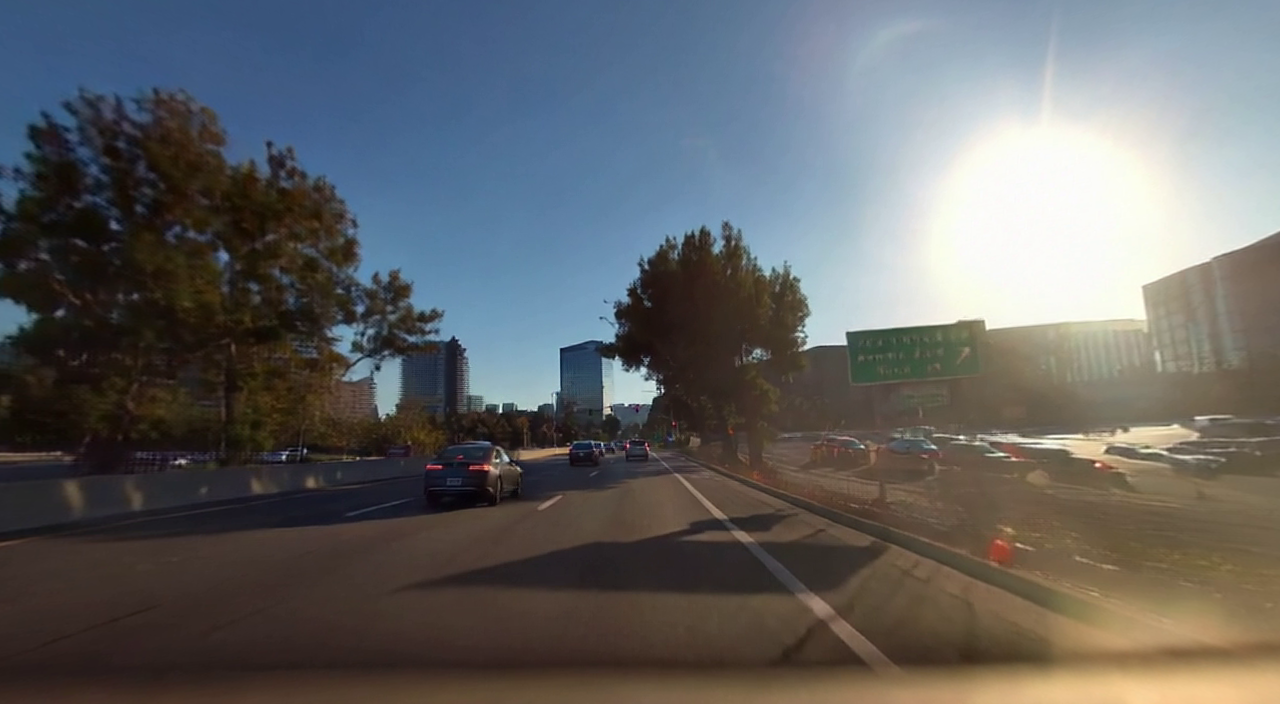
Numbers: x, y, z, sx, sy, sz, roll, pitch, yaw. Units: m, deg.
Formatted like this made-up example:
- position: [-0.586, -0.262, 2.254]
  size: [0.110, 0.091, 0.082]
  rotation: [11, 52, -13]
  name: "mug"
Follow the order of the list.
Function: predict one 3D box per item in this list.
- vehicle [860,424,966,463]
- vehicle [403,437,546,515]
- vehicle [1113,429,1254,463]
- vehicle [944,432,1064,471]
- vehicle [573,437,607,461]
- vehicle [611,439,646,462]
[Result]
- position: [14.951, 5.008, 34.579]
  size: [5.394, 1.994, 2.228]
  rotation: [4, -9, -26]
  name: "vehicle"
- position: [-3.501, 2.705, 14.368]
  size: [1.920, 1.480, 4.549]
  rotation: [0, -8, 2]
  name: "vehicle"
- position: [25.161, 4.398, 29.472]
  size: [4.528, 1.450, 1.889]
  rotation: [-4, -9, 26]
  name: "vehicle"
- position: [14.908, 4.062, 25.875]
  size: [4.505, 1.472, 2.020]
  rotation: [4, -10, -27]
  name: "vehicle"
- position: [-3.778, 7.440, 48.441]
  size: [2.144, 1.732, 4.279]
  rotation: [-1, -8, 2]
  name: "vehicle"
- position: [-0.716, 6.687, 42.913]
  size: [2.231, 1.481, 4.489]
  rotation: [0, -8, 0]
  name: "vehicle"
